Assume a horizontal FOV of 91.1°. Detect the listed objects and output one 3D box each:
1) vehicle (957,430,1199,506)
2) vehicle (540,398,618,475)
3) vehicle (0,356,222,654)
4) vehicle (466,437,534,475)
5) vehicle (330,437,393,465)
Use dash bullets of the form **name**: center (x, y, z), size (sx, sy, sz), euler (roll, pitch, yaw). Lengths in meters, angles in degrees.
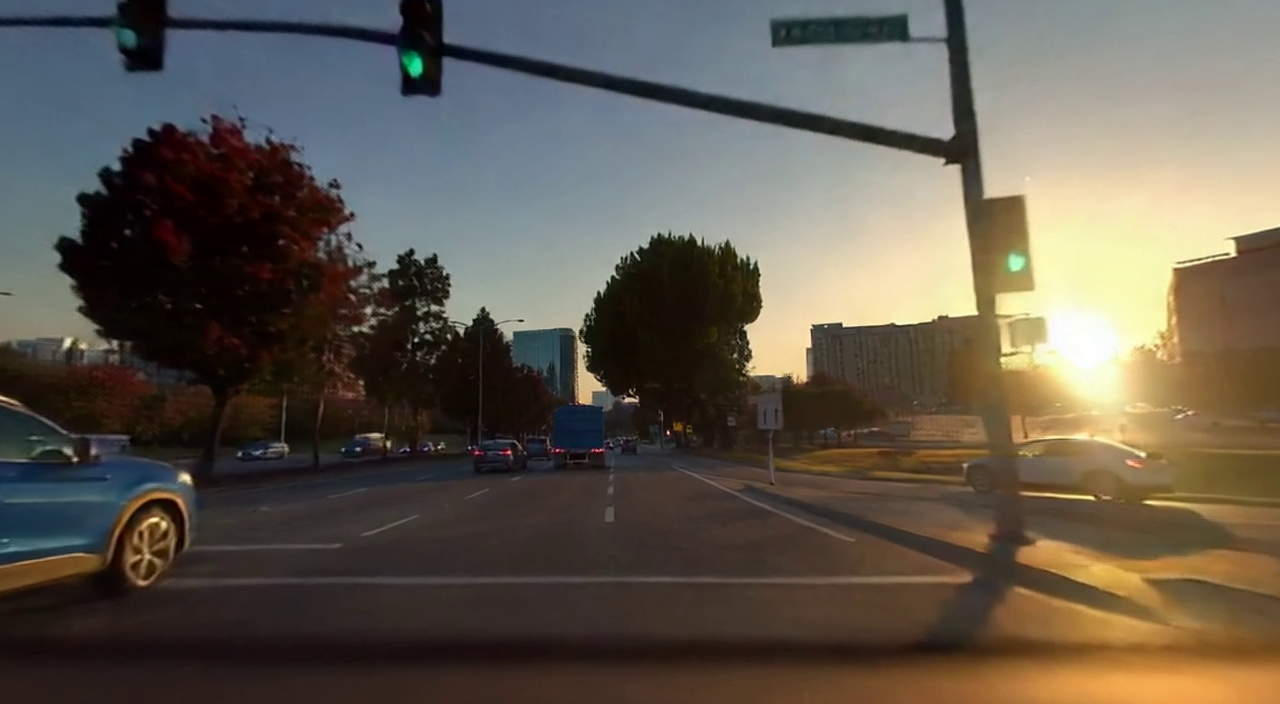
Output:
- **vehicle**: center (11.316, 2.969, 16.556), size (2.140, 1.685, 4.720), euler (7, -11, -39)
- **vehicle**: center (-2.565, 3.882, 28.555), size (2.993, 3.051, 6.692), euler (0, -9, -1)
- **vehicle**: center (-5.043, 0.884, 3.453), size (2.178, 1.826, 4.933), euler (0, -9, -2)
- **vehicle**: center (-5.825, 4.385, 26.610), size (2.023, 1.483, 4.143), euler (0, -9, -1)
- **vehicle**: center (-16.369, 5.845, 37.145), size (2.026, 1.523, 4.584), euler (1, -9, -6)
